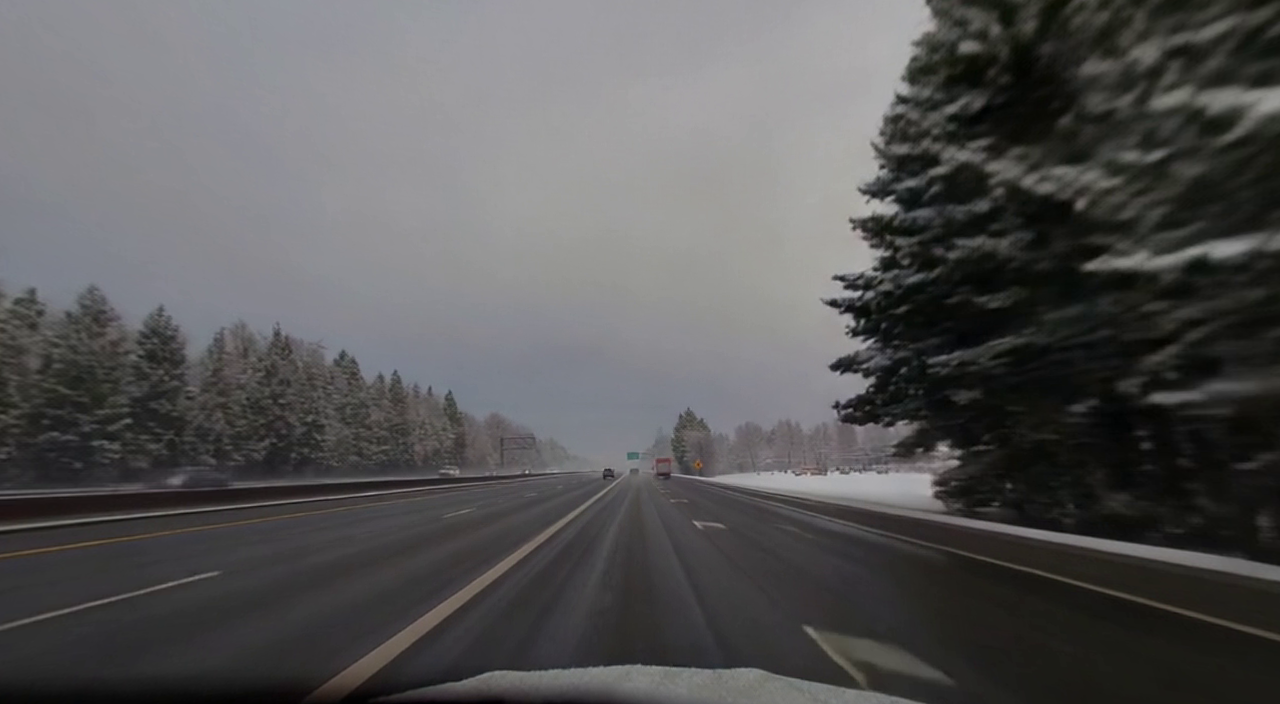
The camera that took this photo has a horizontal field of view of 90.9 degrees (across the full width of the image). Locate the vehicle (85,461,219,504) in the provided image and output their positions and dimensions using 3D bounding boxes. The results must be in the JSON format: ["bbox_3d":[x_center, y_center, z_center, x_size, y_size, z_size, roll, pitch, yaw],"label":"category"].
[{"bbox_3d":[-18.947,5.073,24.775,1.803,1.508,4.279,1,-10,0],"label":"vehicle"}]
